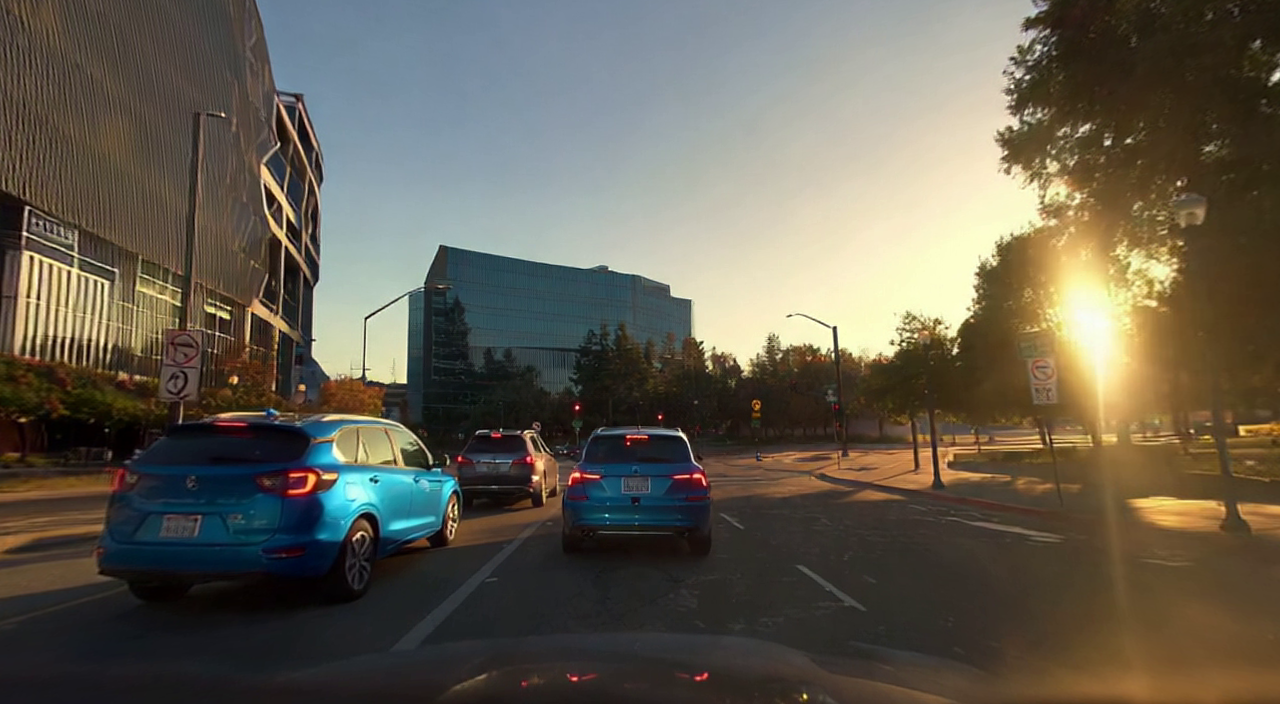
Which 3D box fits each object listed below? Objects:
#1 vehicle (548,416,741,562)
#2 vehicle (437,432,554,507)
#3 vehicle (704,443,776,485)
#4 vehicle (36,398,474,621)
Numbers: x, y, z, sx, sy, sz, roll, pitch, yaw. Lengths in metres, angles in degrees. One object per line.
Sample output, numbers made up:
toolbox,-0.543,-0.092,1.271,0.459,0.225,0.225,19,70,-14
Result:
vehicle,0.024,1.882,9.395,2.207,1.659,4.155,0,-8,-1
vehicle,-3.590,2.995,16.582,2.068,1.678,4.199,0,-8,0
vehicle,3.753,4.267,24.465,2.082,1.445,4.426,0,-8,0
vehicle,-3.539,1.529,7.105,2.083,1.691,4.398,0,-8,1
